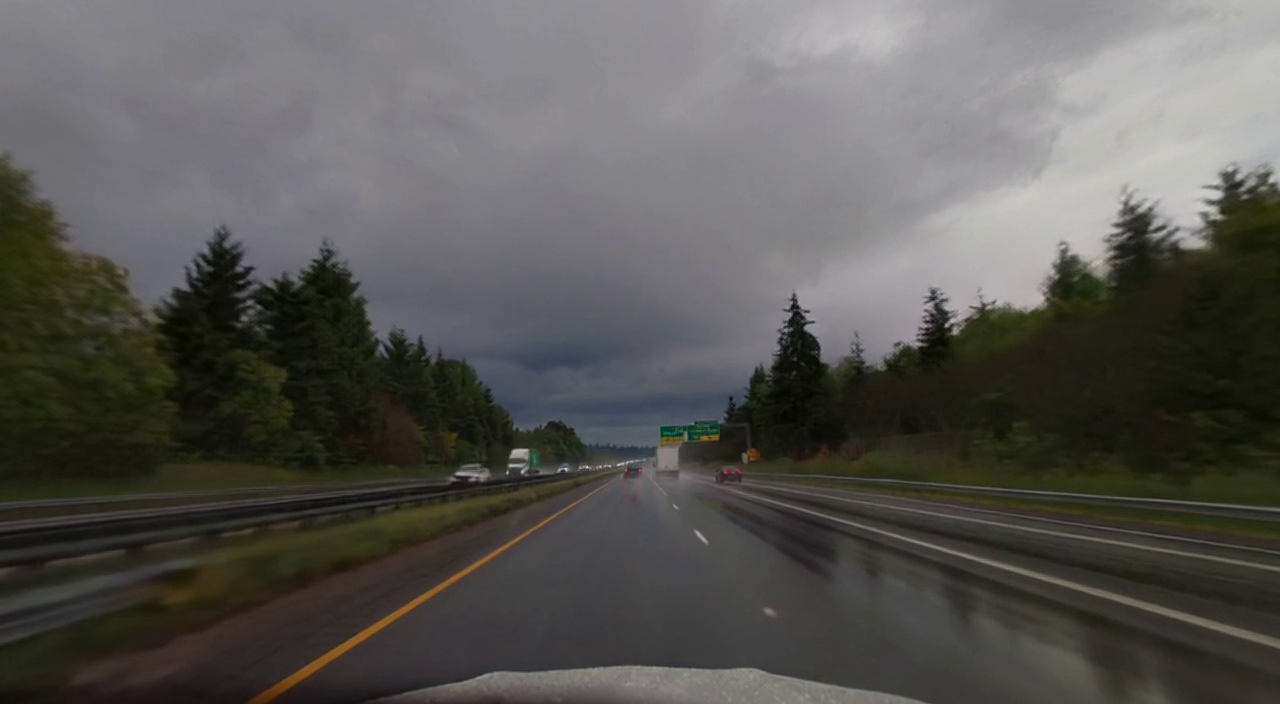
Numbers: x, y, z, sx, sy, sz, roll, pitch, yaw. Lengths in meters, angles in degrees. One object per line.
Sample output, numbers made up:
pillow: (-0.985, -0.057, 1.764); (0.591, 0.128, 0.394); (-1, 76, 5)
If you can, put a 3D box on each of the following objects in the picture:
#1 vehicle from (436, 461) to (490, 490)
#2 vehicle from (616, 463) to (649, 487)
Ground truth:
vehicle: (-10.064, 7.067, 36.148); (1.892, 1.497, 3.878); (1, -10, 0)
vehicle: (-0.528, 7.969, 41.017); (2.025, 1.452, 3.927); (1, -10, -1)
